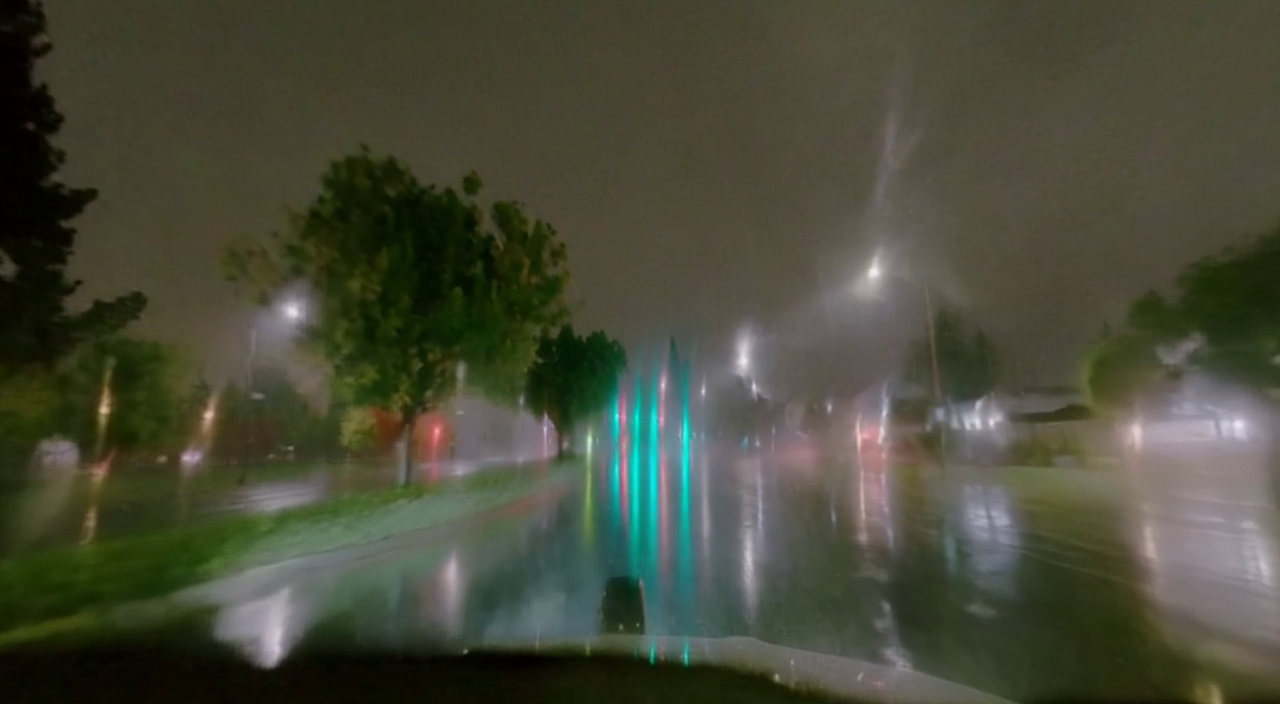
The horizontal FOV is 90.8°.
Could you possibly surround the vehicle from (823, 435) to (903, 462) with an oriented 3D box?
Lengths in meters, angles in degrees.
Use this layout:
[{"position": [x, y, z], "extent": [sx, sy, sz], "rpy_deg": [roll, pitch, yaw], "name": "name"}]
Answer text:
[{"position": [15.204, 6.617, 43.190], "extent": [4.605, 1.779, 2.135], "rpy_deg": [0, -9, -1], "name": "vehicle"}]
